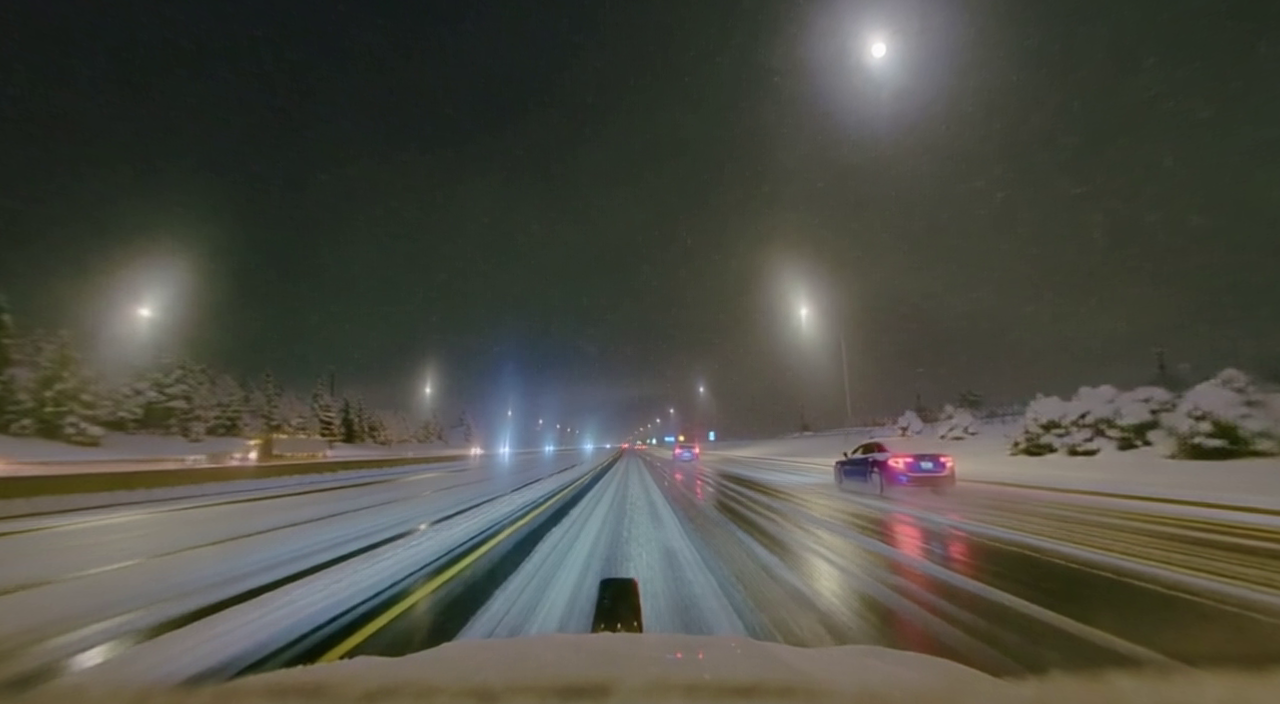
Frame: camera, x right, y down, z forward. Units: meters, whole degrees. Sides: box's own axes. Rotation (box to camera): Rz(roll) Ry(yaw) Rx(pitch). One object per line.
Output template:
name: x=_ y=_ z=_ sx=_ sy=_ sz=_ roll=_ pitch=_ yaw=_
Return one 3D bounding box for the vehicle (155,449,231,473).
vehicle: x=-32.837 y=8.003 z=46.639 sx=2.016 sy=1.576 sz=4.982 roll=0 pitch=-8 yaw=0

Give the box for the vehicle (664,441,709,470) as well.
vehicle: x=2.660 y=6.036 z=37.113 sx=2.270 sy=1.615 sz=3.770 roll=0 pitch=-8 yaw=-1

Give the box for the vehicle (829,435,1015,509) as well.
vehicle: x=6.642 y=2.879 z=15.721 sx=2.227 sy=1.522 sz=5.041 roll=0 pitch=-8 yaw=-1
